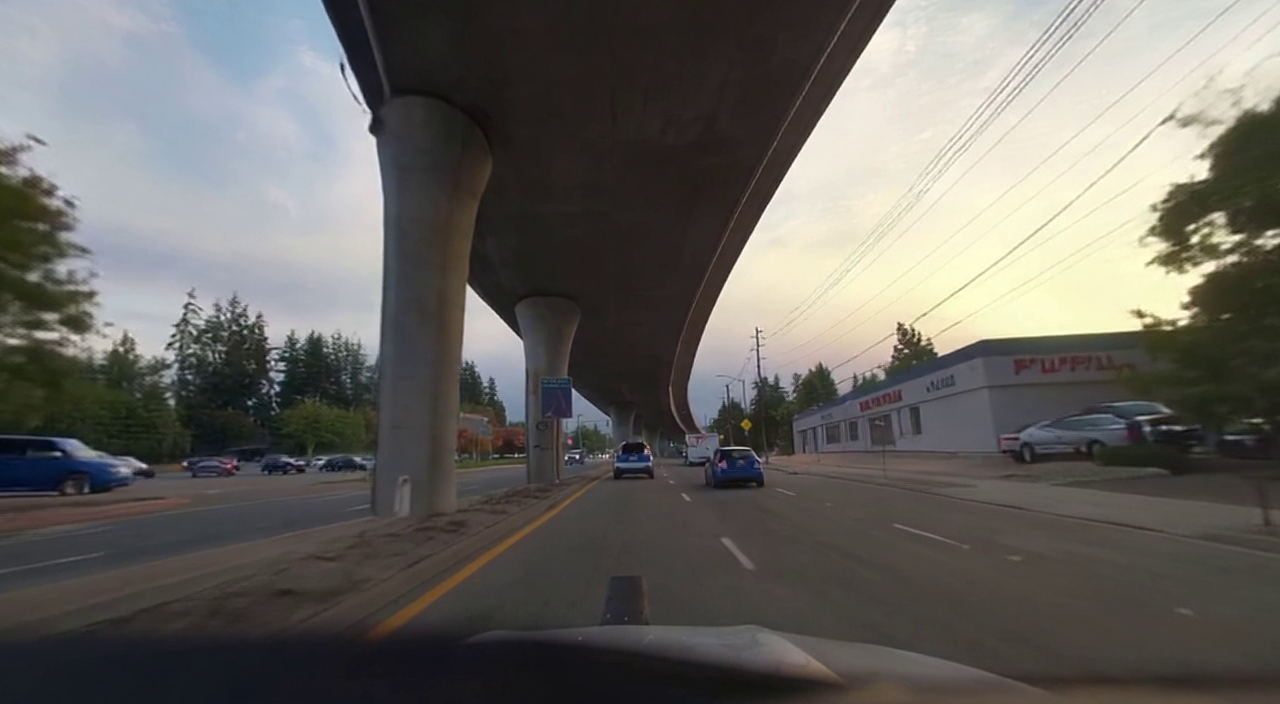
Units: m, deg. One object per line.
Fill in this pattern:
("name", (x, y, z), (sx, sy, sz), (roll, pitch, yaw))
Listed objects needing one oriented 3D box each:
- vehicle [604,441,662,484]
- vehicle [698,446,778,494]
("vehicle", (-0.301, 5.043, 29.067), (2.441, 1.813, 4.581), (0, -9, 0))
("vehicle", (3.277, 4.034, 21.985), (1.954, 1.479, 4.557), (0, -9, -1))
